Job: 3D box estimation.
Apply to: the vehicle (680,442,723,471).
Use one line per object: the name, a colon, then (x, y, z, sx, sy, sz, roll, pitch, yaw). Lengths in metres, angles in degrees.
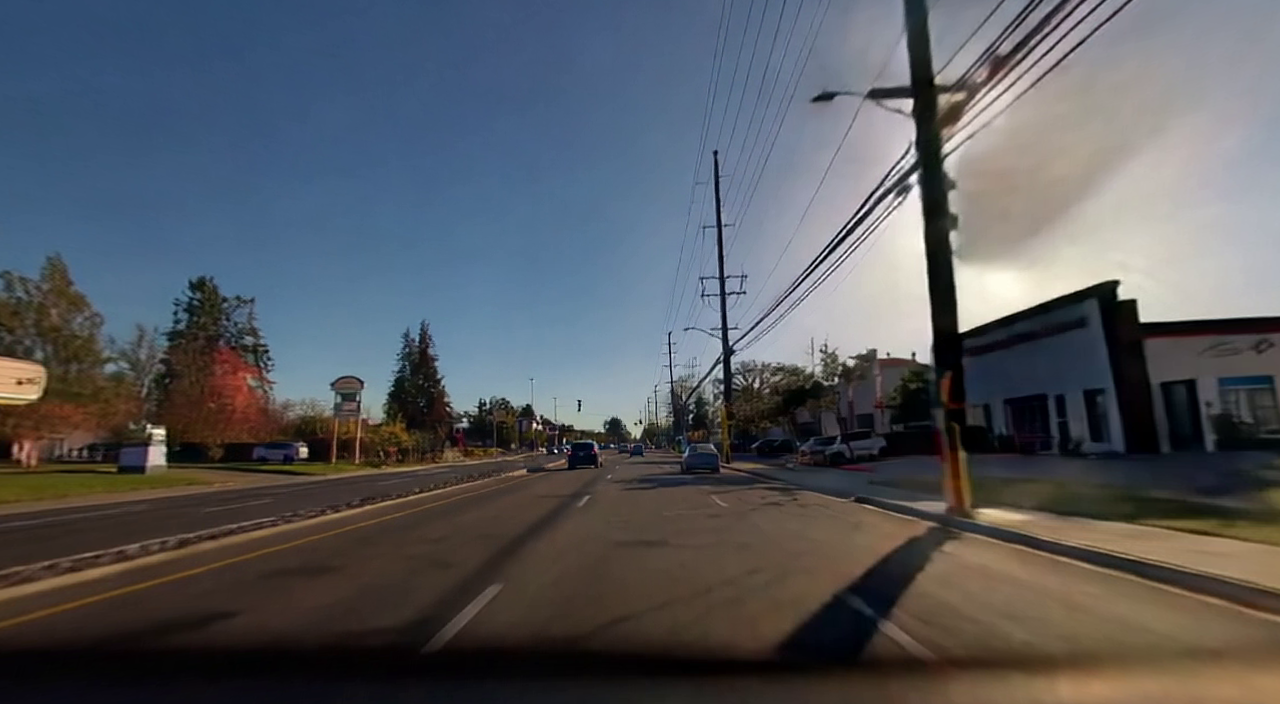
vehicle: (3.323, 5.725, 34.662, 1.978, 1.455, 4.195, 1, -9, 1)

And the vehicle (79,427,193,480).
vehicle: (-28.200, 5.687, 35.634, 2.230, 2.687, 5.908, 1, -8, -9)

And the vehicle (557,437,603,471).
vehicle: (-3.089, 5.403, 33.408, 2.047, 1.664, 4.148, 0, -9, 0)
